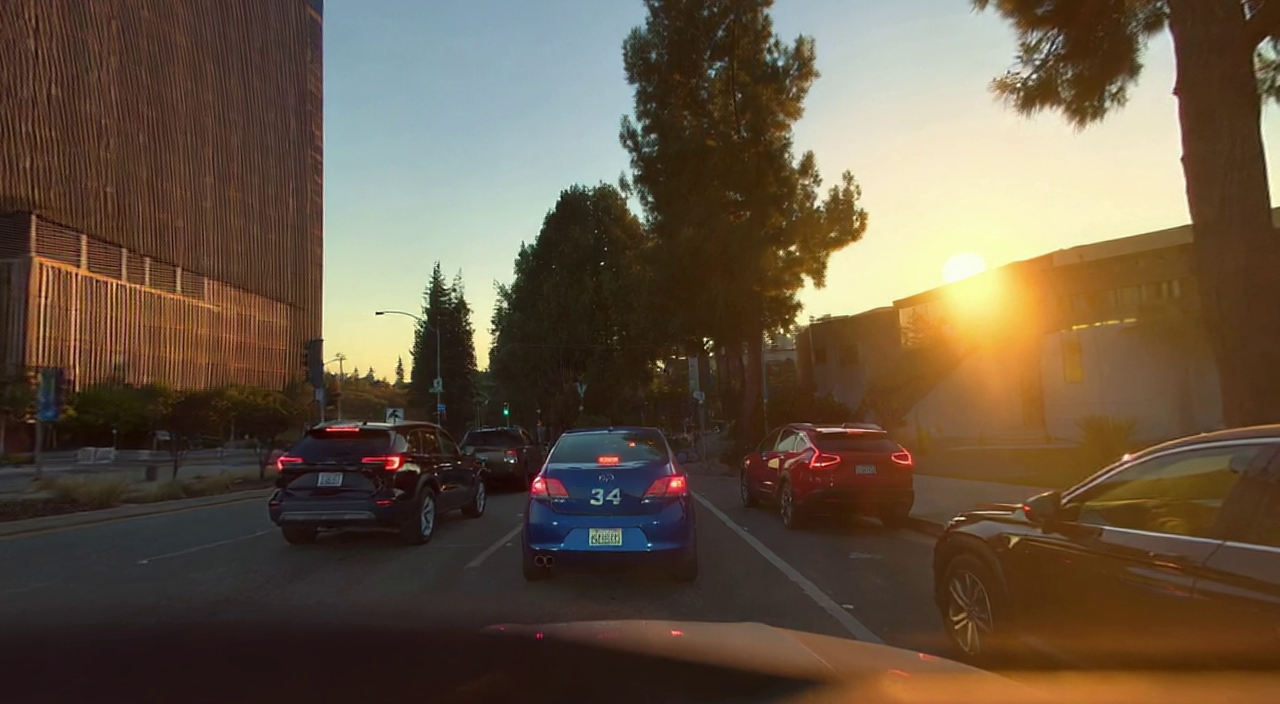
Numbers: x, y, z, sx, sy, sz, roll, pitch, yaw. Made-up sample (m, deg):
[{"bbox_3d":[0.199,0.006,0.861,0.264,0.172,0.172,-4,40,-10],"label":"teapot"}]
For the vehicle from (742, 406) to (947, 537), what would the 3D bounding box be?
[{"bbox_3d":[3.346,2.078,11.542,2.117,1.879,4.715,0,-8,-1],"label":"vehicle"}]

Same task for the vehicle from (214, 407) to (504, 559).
[{"bbox_3d":[-3.750,1.858,9.698,2.141,1.718,4.809,0,-8,1],"label":"vehicle"}]

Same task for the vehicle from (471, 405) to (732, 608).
[{"bbox_3d":[-0.358,1.586,7.422,2.114,1.631,4.459,0,-8,-1],"label":"vehicle"}]

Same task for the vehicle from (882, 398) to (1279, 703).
[{"bbox_3d":[3.250,1.081,3.430,2.045,1.459,4.462,0,-8,-1],"label":"vehicle"}]
